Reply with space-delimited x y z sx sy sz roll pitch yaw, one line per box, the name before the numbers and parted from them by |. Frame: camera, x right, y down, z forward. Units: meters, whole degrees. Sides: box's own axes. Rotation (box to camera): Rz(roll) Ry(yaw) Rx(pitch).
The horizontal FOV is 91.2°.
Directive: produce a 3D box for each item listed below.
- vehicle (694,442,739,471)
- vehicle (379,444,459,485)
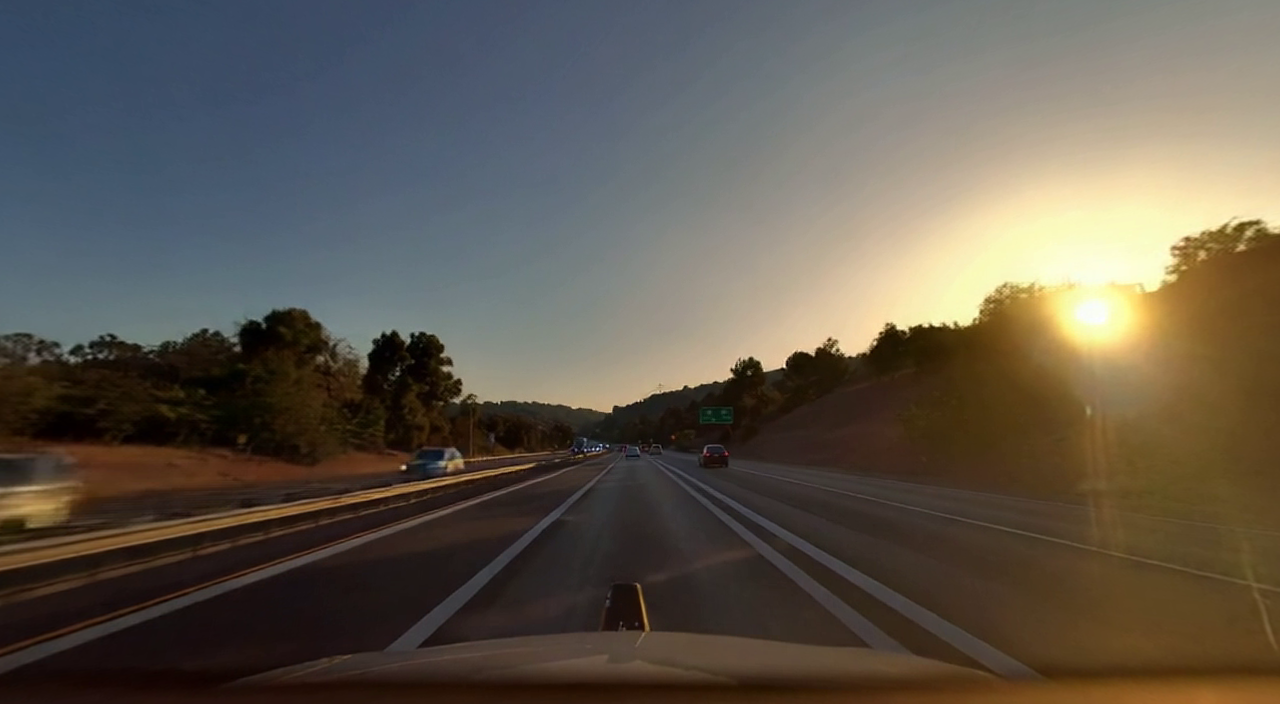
vehicle | 4.152 5.721 34.470 1.917 1.488 3.693 0 -9 -1
vehicle | -9.667 4.939 27.796 1.995 1.655 4.268 0 -9 0
